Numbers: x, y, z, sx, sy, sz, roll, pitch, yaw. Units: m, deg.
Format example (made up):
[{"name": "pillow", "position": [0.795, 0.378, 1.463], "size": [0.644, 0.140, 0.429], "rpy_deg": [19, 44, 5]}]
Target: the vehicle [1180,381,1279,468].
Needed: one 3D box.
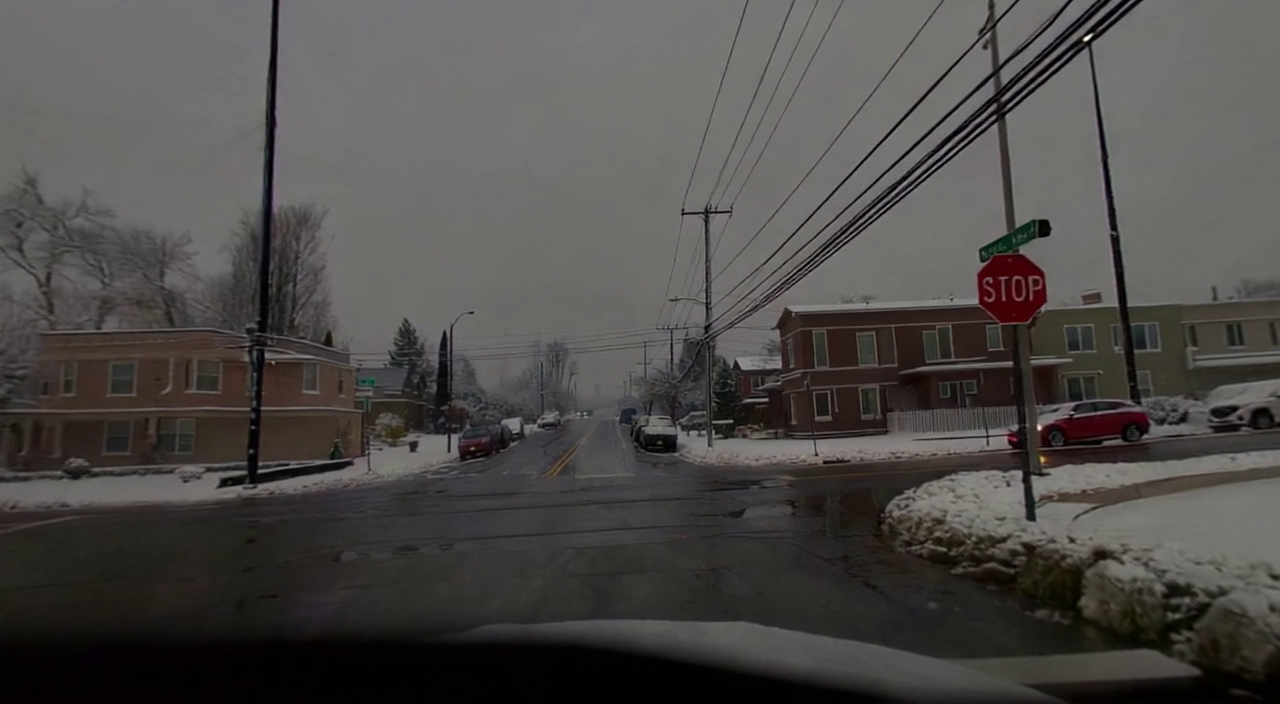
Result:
[{"name": "vehicle", "position": [15.441, 1.709, 14.647], "size": [4.389, 1.818, 2.062], "rpy_deg": [2, -9, -13]}]

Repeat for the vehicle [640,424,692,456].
[{"name": "vehicle", "position": [1.249, 4.522, 32.339], "size": [2.120, 1.487, 4.360], "rpy_deg": [1, -8, -5]}]

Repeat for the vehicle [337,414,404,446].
[{"name": "vehicle", "position": [-14.845, 4.397, 35.122], "size": [1.992, 1.678, 4.658], "rpy_deg": [0, -8, -5]}]

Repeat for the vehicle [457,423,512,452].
[{"name": "vehicle", "position": [-8.838, 4.945, 36.396], "size": [2.065, 1.553, 4.636], "rpy_deg": [0, -8, -1]}]

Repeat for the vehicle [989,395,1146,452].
[{"name": "vehicle", "position": [16.812, 2.854, 24.927], "size": [4.985, 2.088, 2.141], "rpy_deg": [2, -9, -13]}]

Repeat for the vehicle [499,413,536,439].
[{"name": "vehicle", "position": [-9.366, 5.736, 48.630], "size": [2.104, 1.898, 4.396], "rpy_deg": [0, -8, -3]}]
